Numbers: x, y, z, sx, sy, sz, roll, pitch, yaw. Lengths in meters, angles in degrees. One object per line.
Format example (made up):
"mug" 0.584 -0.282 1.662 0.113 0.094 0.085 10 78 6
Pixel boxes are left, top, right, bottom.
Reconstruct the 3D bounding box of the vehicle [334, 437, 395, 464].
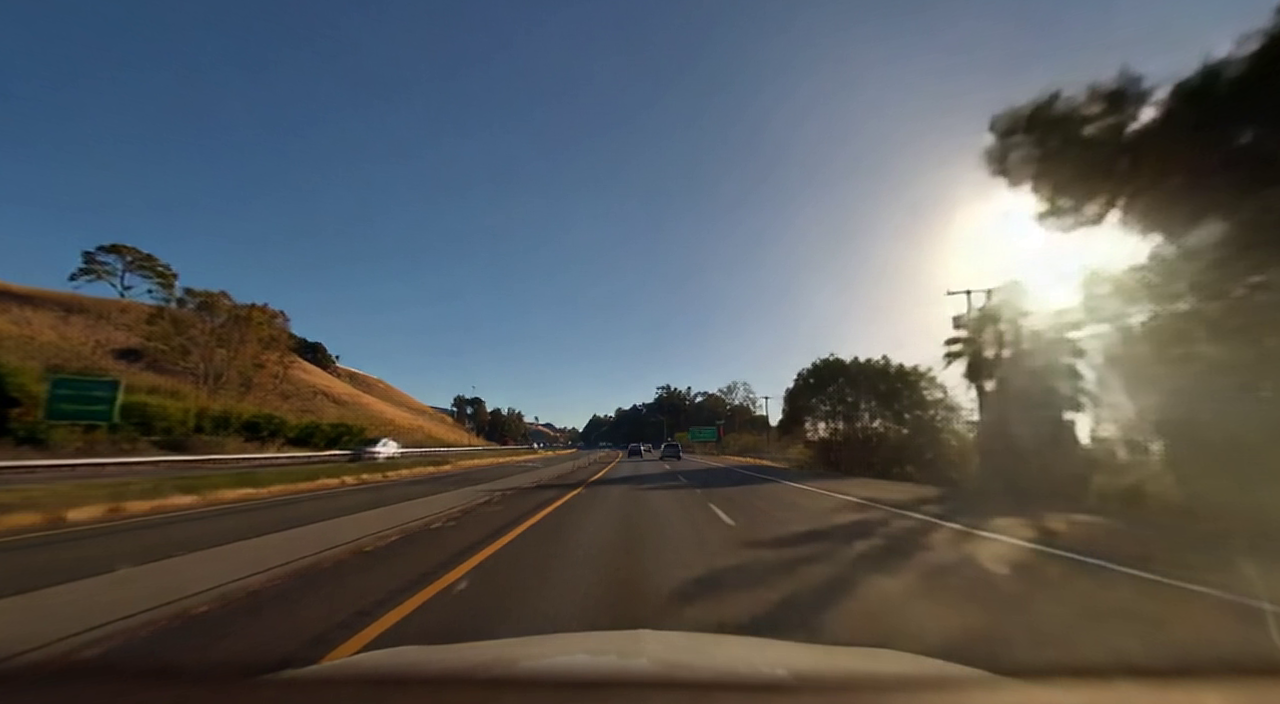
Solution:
"vehicle" -17.560 6.294 40.421 1.949 1.650 4.483 0 -8 -1

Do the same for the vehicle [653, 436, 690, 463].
"vehicle" 2.391 7.568 49.145 2.431 1.916 4.808 0 -8 -2
